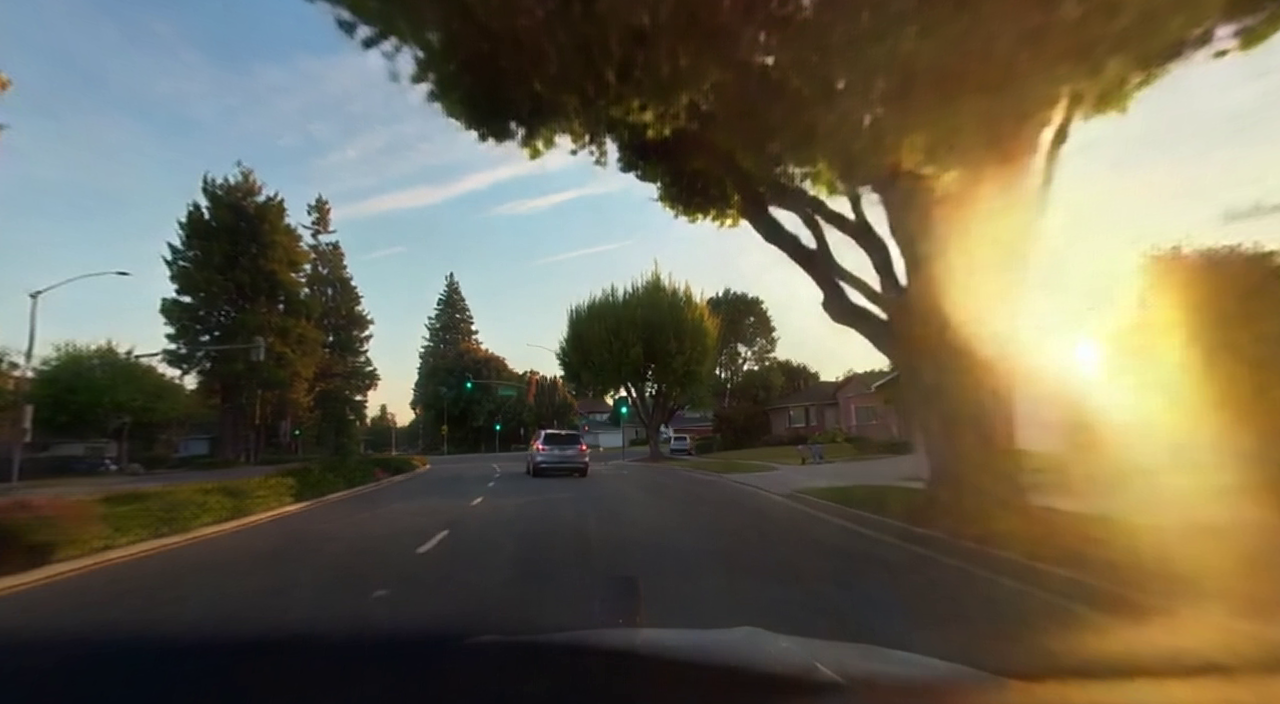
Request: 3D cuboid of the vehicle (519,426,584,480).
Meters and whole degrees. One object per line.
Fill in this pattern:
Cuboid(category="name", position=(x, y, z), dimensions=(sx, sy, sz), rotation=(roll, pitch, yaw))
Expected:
Cuboid(category="vehicle", position=(-3.250, 3.570, 22.565), dimensions=(1.990, 1.707, 4.225), rotation=(1, -9, -11))
